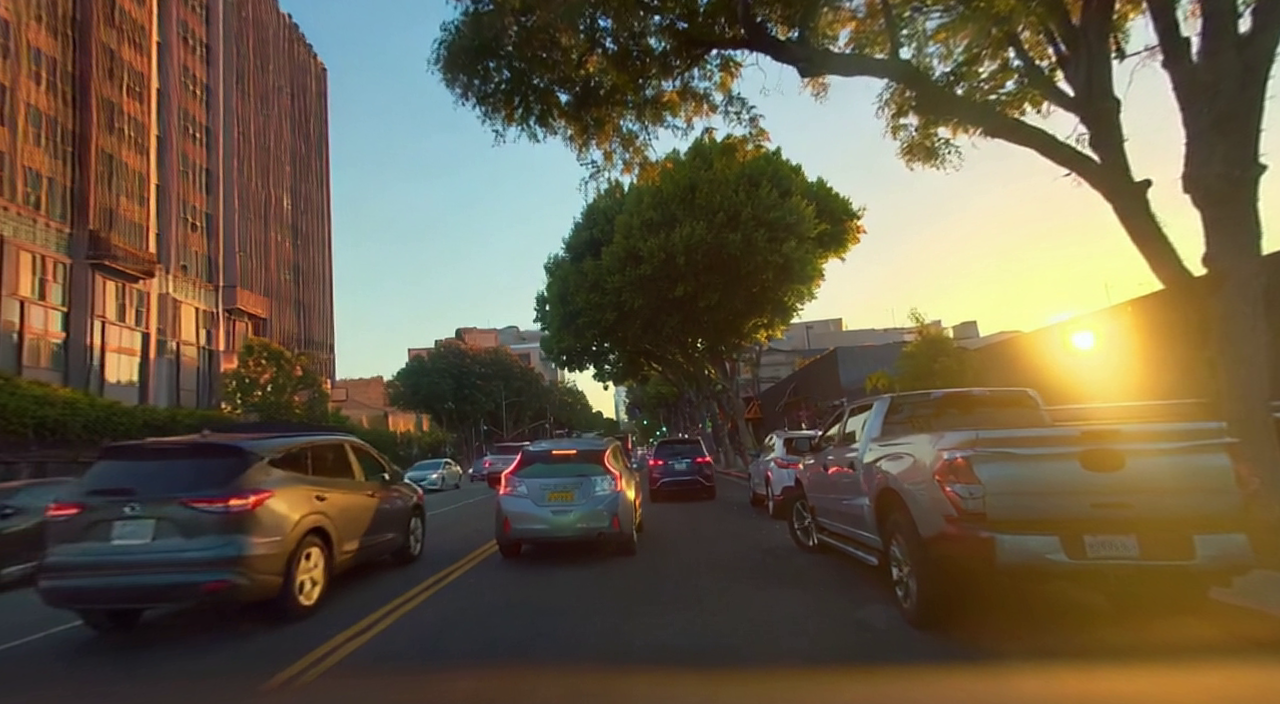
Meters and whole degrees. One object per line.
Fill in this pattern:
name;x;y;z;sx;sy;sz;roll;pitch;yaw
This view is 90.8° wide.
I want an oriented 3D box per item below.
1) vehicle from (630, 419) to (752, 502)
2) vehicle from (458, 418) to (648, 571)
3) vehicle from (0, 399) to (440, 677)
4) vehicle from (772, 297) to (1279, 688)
vehicle;1.593;2.952;17.623;2.352;1.953;4.798;-3;-9;17
vehicle;-0.932;1.865;8.996;2.076;1.667;3.948;0;-8;1
vehicle;-3.868;1.572;6.573;2.000;1.818;4.668;0;-8;0
vehicle;2.997;1.101;6.035;2.225;2.070;5.264;0;-8;-1
